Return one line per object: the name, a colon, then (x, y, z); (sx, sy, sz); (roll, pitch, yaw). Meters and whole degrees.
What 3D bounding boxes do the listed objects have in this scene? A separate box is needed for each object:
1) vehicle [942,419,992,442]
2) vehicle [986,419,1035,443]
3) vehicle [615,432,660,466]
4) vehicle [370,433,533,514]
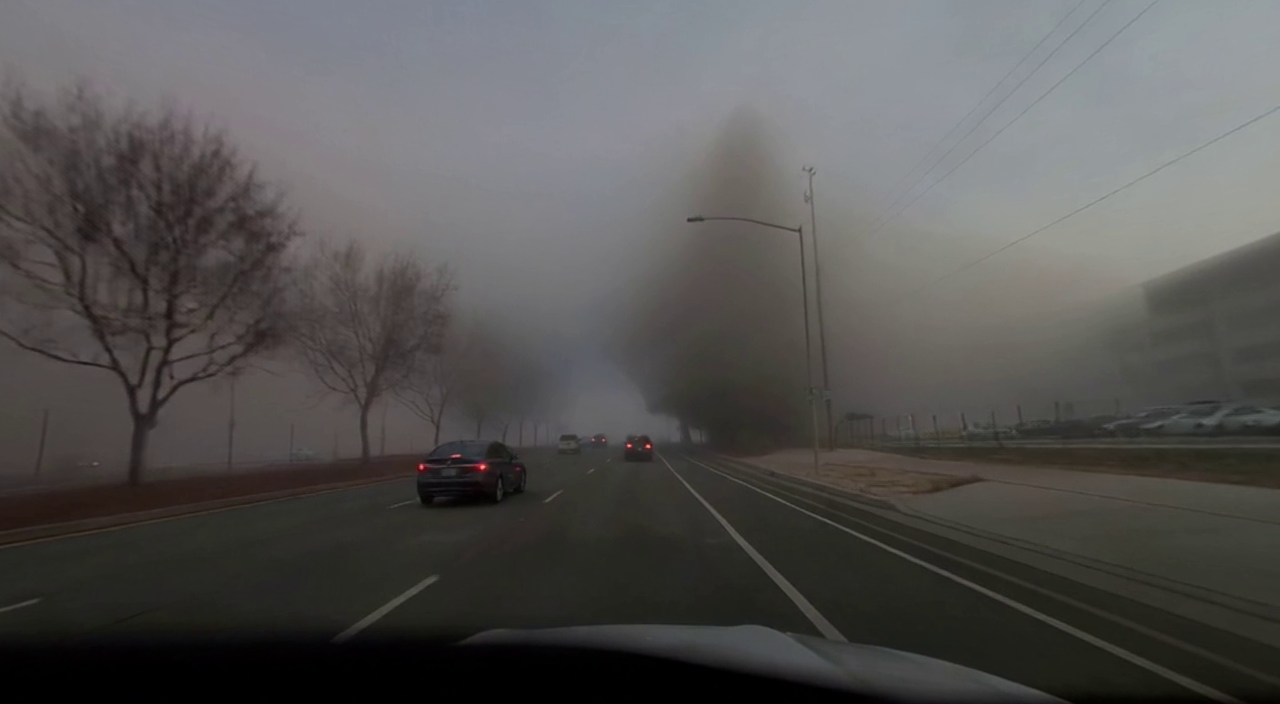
vehicle: (21.914, 5.325, 42.447); (1.833, 1.471, 4.656); (-2, -9, 13)
vehicle: (24.404, 5.257, 41.657); (1.741, 1.416, 3.831); (-3, -9, 15)
vehicle: (-0.125, 5.036, 32.848); (2.199, 1.652, 4.101); (0, -8, -1)
vehicle: (-3.838, 2.566, 13.904); (1.942, 1.462, 4.905); (0, -8, 2)
